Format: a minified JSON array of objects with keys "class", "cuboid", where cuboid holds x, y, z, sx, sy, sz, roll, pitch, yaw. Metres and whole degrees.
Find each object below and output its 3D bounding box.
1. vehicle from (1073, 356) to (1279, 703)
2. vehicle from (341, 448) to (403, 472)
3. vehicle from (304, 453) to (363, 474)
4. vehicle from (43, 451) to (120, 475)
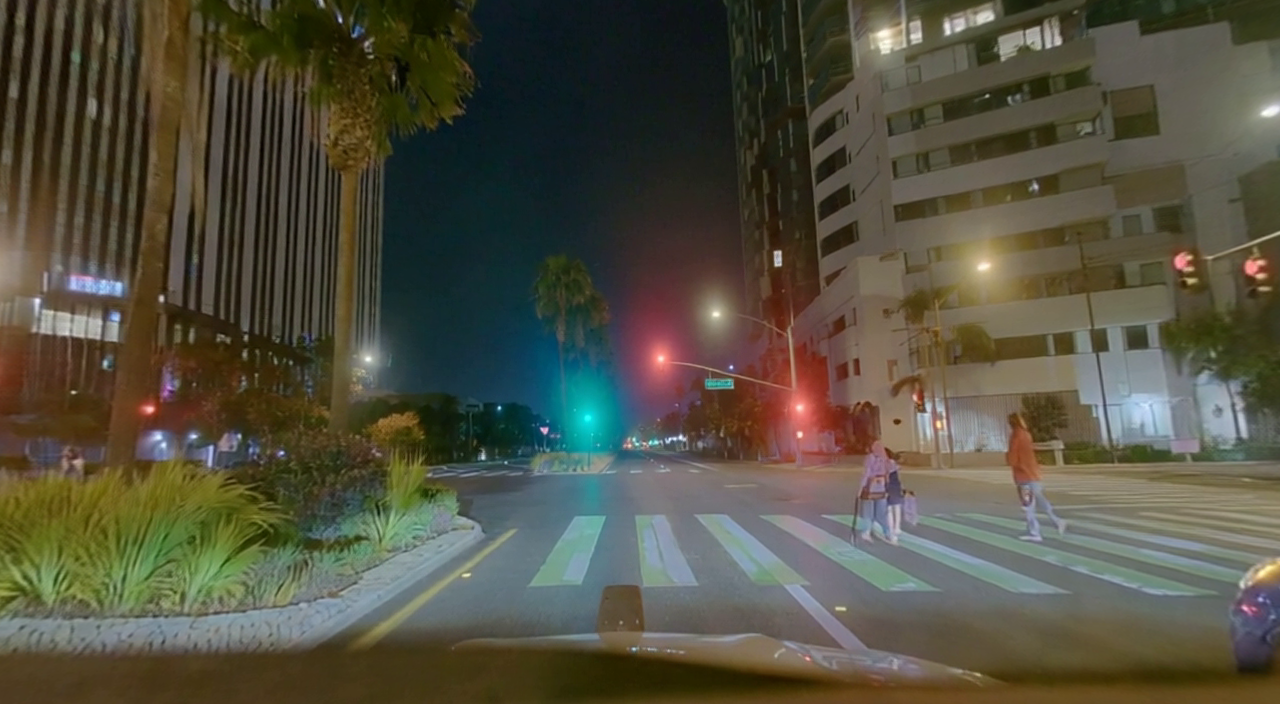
[{"class":"vehicle","cuboid":[3.296,0.666,1.112,2.060,1.631,4.169,0,-9,0]},{"class":"vehicle","cuboid":[-19.714,7.960,46.763,2.357,1.678,5.014,0,-9,0]},{"class":"vehicle","cuboid":[-23.691,8.587,49.044,1.955,1.480,5.163,0,-9,1]},{"class":"vehicle","cuboid":[-41.623,8.265,47.220,1.804,1.598,4.362,0,-8,-2]}]
